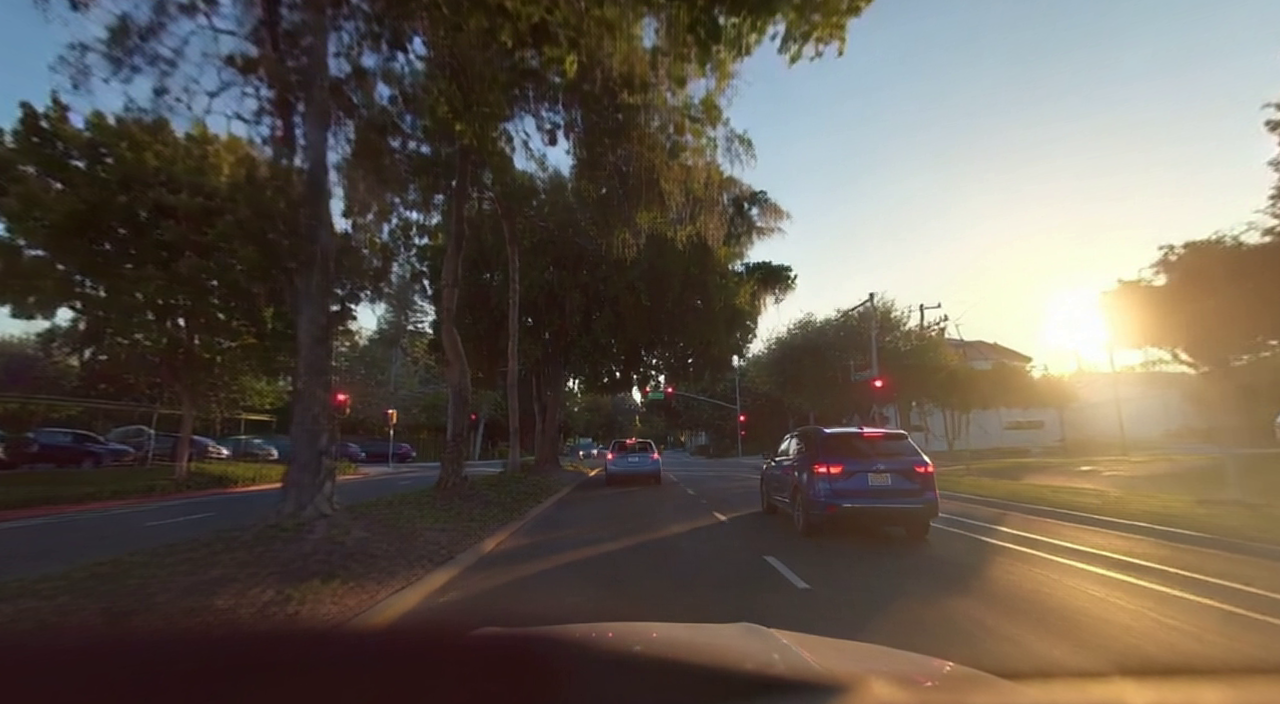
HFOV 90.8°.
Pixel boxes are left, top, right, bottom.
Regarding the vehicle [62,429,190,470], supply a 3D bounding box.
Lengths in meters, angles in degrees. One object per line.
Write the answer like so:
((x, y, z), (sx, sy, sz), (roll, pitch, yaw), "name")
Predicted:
((-29.025, 5.536, 35.970), (5.335, 2.076, 2.209), (4, -10, -33), "vehicle")

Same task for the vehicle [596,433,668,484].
((-0.261, 3.565, 21.385), (2.177, 1.512, 4.682), (0, -9, -1), "vehicle")

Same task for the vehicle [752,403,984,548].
((3.191, 1.848, 10.009), (2.046, 1.768, 4.370), (0, -9, 0), "vehicle")
